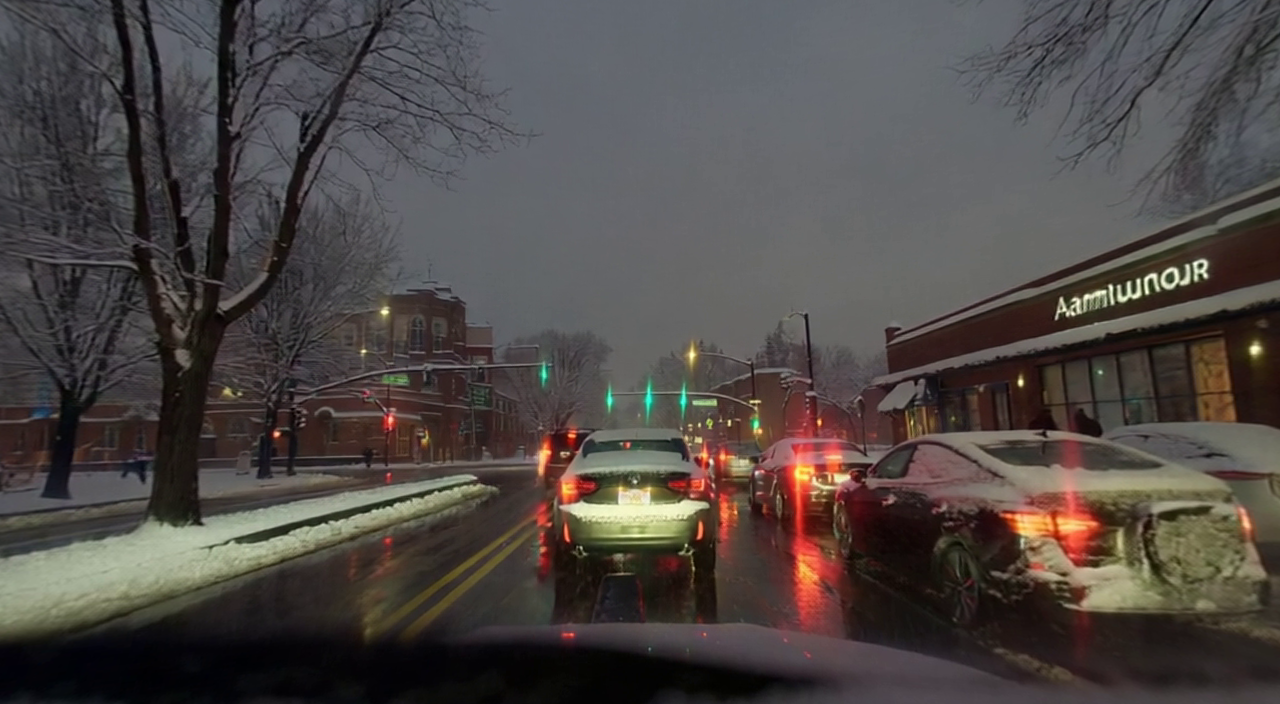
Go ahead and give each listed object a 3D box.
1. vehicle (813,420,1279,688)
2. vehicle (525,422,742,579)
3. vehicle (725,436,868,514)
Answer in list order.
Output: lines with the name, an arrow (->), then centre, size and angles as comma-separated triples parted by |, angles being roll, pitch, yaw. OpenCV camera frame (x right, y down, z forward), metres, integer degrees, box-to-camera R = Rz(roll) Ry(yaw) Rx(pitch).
vehicle -> 3.223, 1.454, 5.818 | 1.912, 1.454, 4.537 | 0, -9, -1
vehicle -> -0.099, 1.757, 8.254 | 2.118, 1.512, 4.013 | 0, -9, -1
vehicle -> 3.317, 2.714, 14.436 | 1.996, 1.469, 4.495 | 0, -9, -2
